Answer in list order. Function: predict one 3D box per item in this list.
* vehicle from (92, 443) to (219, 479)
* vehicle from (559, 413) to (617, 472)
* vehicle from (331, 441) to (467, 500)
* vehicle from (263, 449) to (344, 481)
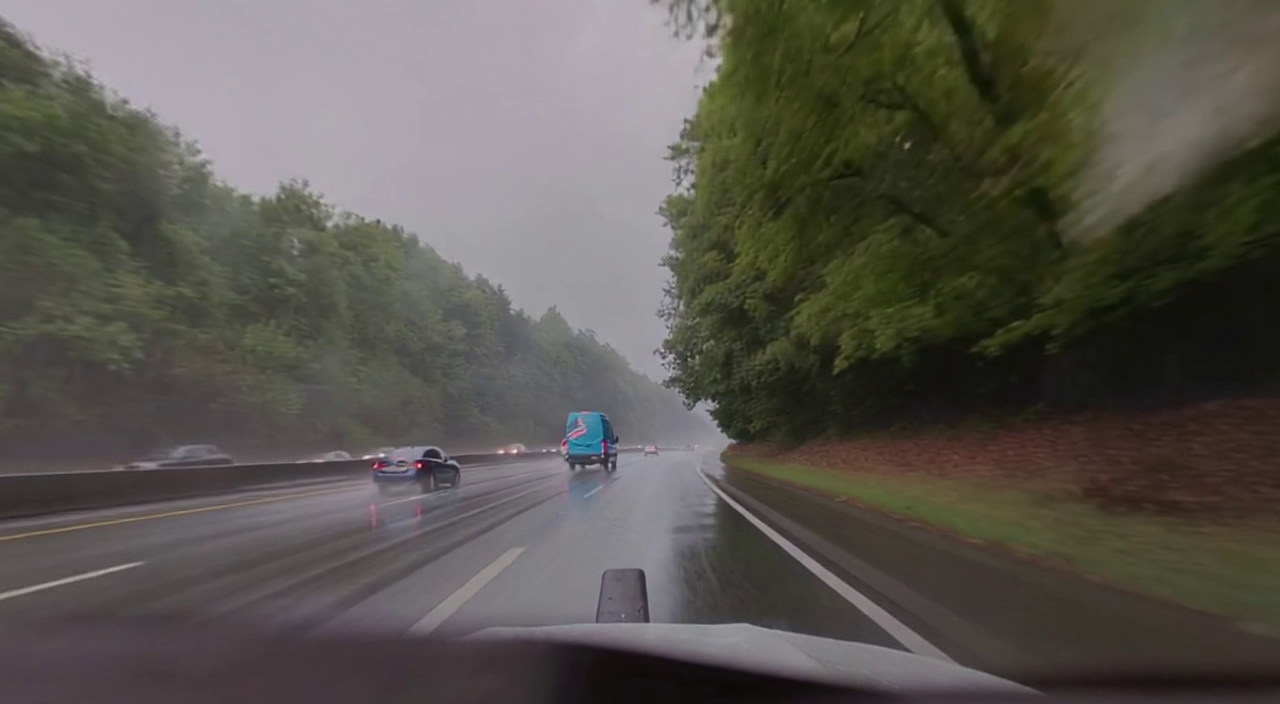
[{"bbox_3d":[-24.056,5.414,31.645,1.999,1.620,5.320,0,-8,3],"label":"vehicle"},{"bbox_3d":[-2.654,4.868,33.987,2.319,2.883,5.632,0,-8,4],"label":"vehicle"},{"bbox_3d":[-6.588,3.266,17.871,1.947,1.438,4.440,0,-8,2],"label":"vehicle"},{"bbox_3d":[-16.332,5.485,30.831,1.838,1.427,3.727,0,-8,2],"label":"vehicle"}]
